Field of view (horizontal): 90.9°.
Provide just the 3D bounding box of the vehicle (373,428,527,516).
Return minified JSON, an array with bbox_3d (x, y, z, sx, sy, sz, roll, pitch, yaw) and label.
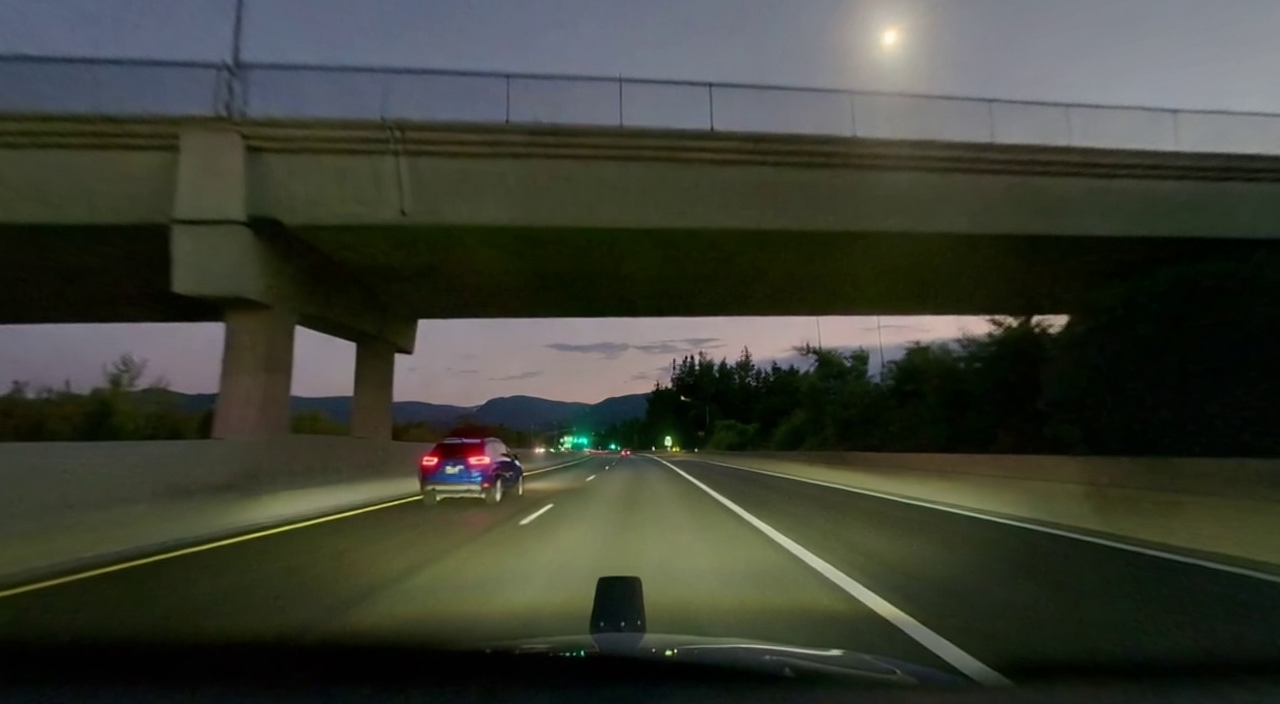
[{"bbox_3d":[-4.274,2.800,15.184,2.221,1.750,4.706,0,-9,0],"label":"vehicle"}]
